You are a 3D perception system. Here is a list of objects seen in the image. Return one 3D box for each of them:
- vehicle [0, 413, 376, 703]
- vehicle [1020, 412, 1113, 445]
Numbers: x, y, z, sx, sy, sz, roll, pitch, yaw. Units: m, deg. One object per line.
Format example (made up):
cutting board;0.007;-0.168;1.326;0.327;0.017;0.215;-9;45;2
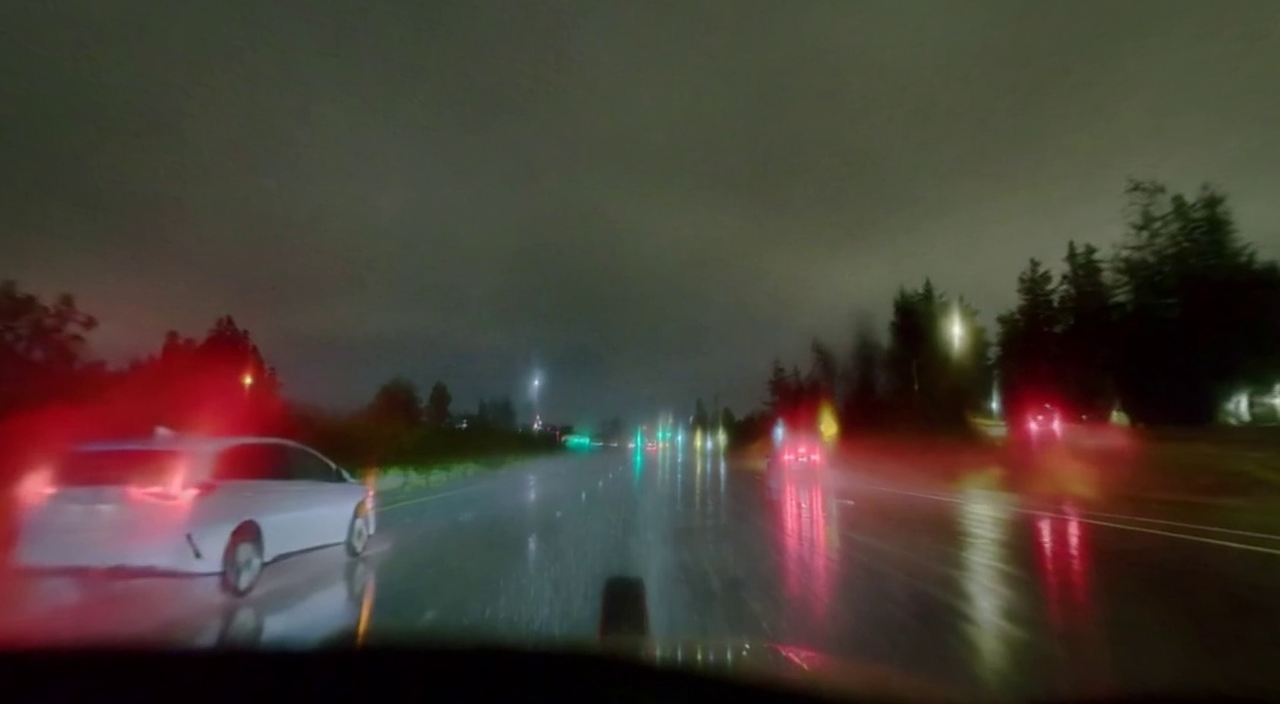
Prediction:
vehicle;-4.133;1.371;5.116;2.021;1.526;4.385;0;-8;1
vehicle;23.956;4.374;35.656;2.235;1.713;4.397;0;-8;2
